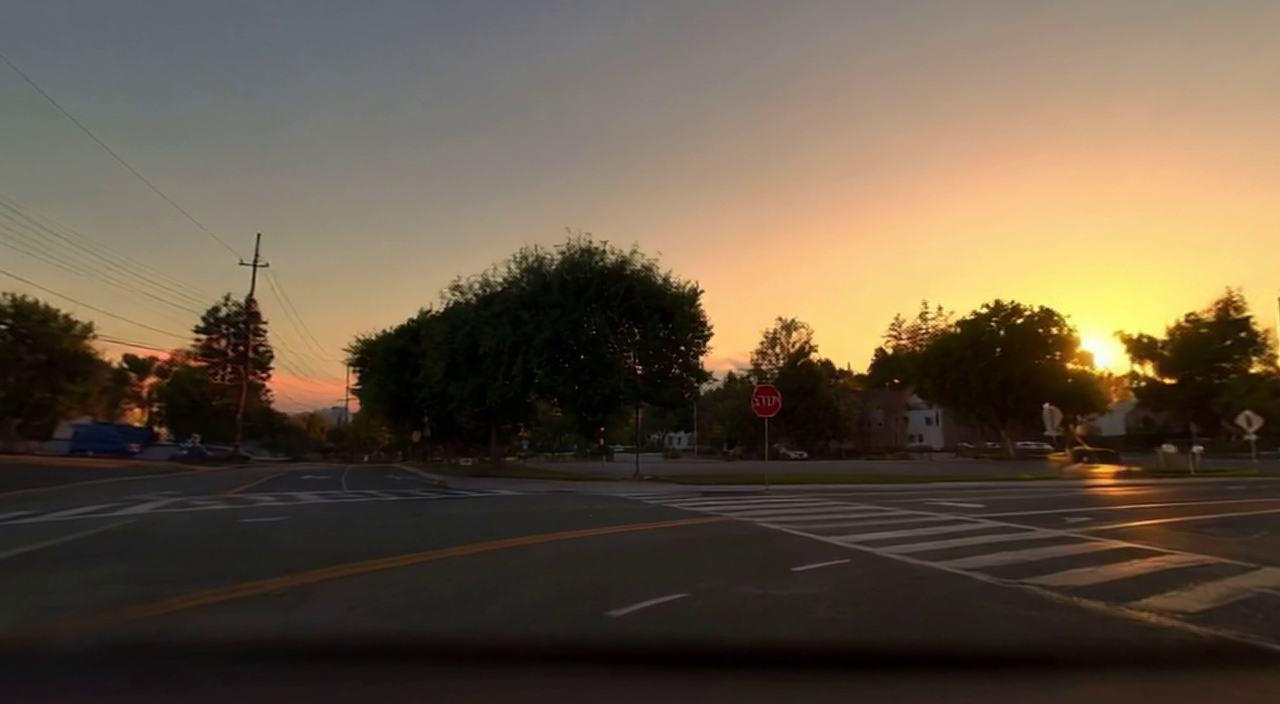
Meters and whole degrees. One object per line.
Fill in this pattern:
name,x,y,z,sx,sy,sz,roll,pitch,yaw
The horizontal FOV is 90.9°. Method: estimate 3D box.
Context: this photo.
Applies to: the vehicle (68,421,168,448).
vehicle,-40.971,6.556,49.672,2.220,2.051,5.476,-4,-9,27
